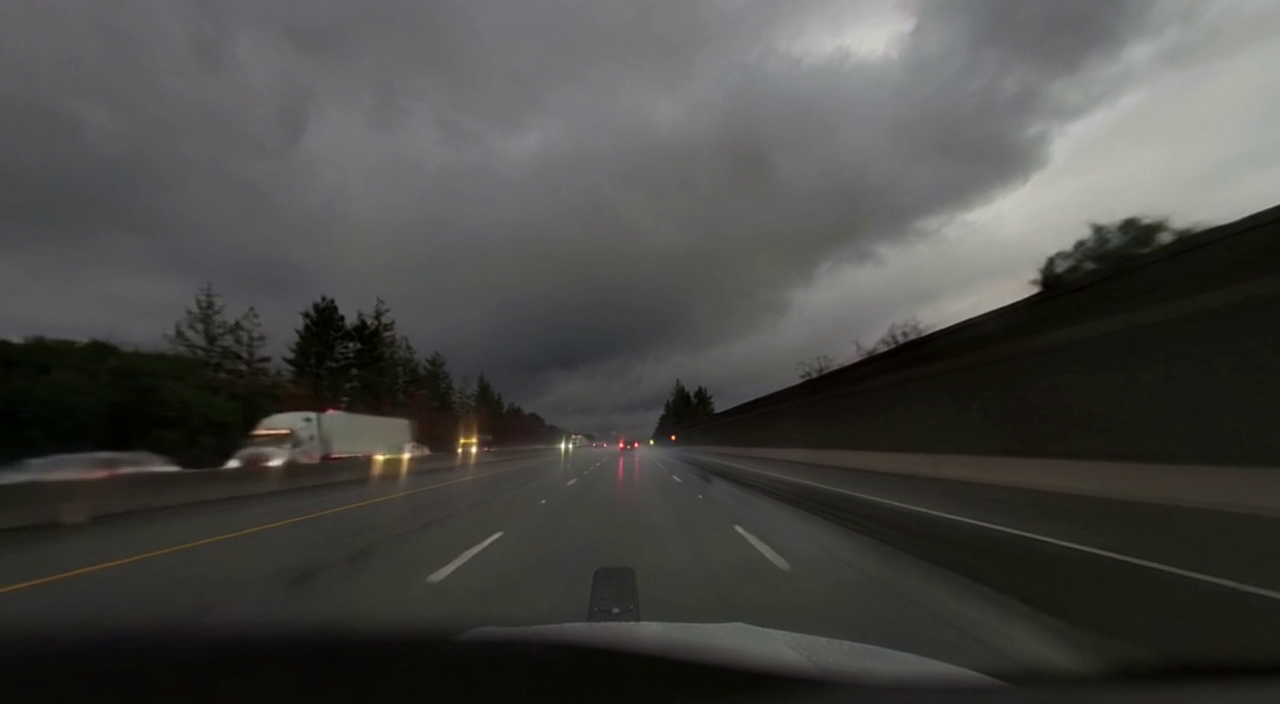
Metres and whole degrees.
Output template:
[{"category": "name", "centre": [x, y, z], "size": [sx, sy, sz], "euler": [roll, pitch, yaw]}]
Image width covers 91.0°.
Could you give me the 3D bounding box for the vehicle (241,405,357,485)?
[{"category": "vehicle", "centre": [-19.603, 5.395, 36.766], "size": [2.993, 4.166, 6.516], "euler": [0, -8, -1]}]

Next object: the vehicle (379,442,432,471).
[{"category": "vehicle", "centre": [-15.768, 7.036, 42.568], "size": [1.992, 1.792, 4.434], "euler": [-1, -8, -1]}]

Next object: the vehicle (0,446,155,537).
[{"category": "vehicle", "centre": [-11.684, 2.528, 11.695], "size": [1.875, 1.470, 4.357], "euler": [0, -8, -1]}]
